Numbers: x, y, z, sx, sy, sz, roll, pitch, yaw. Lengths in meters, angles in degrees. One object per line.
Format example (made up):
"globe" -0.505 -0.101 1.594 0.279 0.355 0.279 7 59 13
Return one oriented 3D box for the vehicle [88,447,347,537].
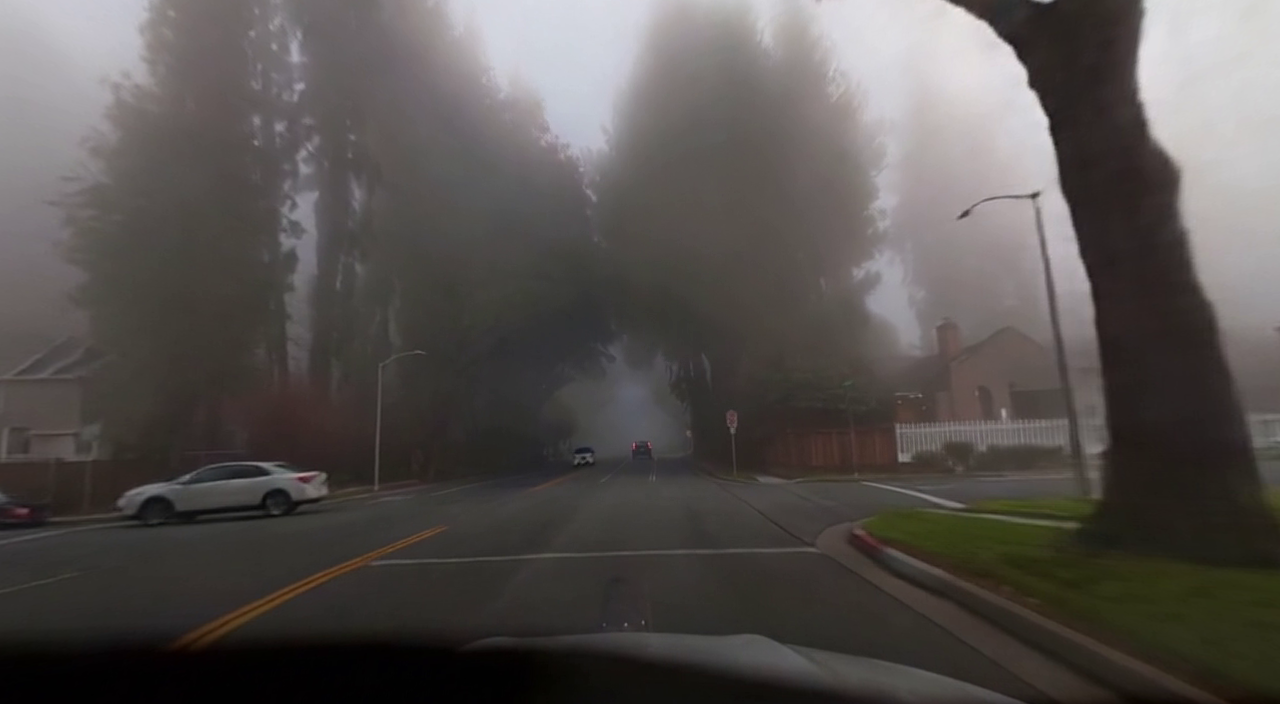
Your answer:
"vehicle" -9.577 3.178 14.643 4.594 1.696 1.971 -2 -8 -1
